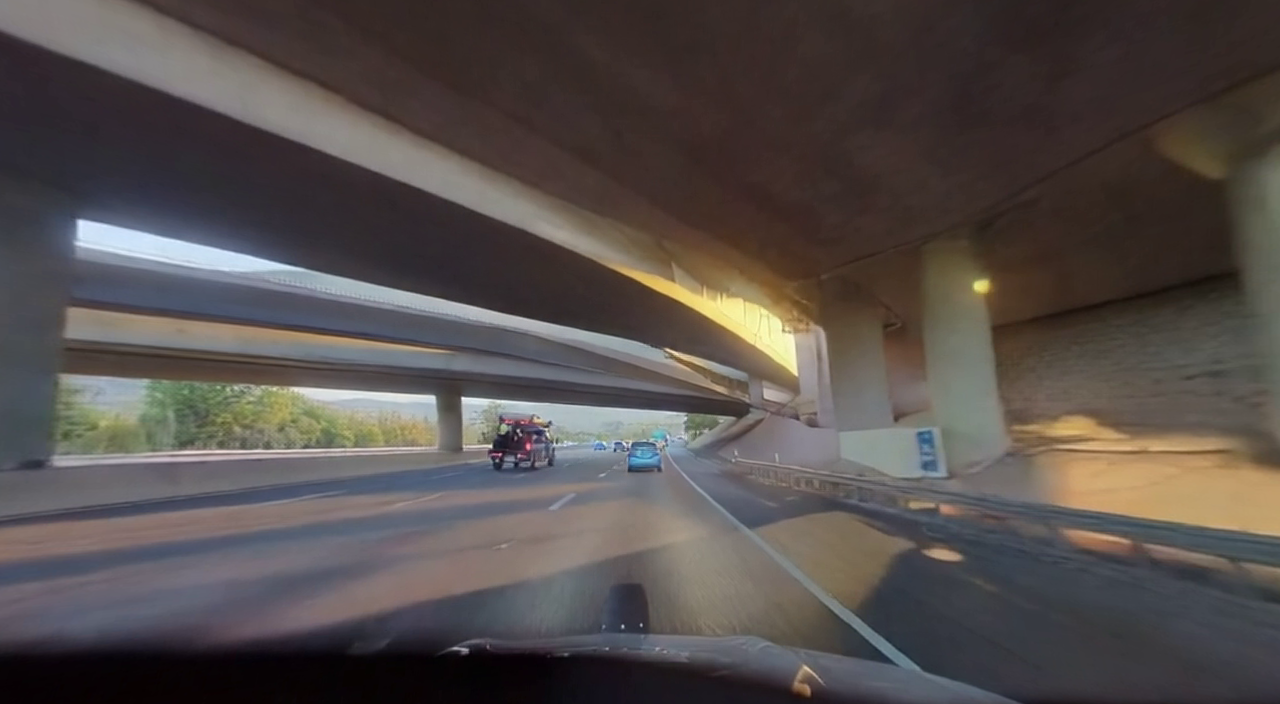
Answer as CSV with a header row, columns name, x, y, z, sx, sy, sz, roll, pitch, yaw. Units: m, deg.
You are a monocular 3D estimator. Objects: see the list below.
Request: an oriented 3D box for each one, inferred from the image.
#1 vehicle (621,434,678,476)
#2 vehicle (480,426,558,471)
name,x,y,z,sx,sy,sz,roll,pitch,yaw
vehicle,0.395,4.560,28.071,2.336,1.722,4.212,0,-8,0
vehicle,-6.534,5.371,35.261,2.827,2.236,7.057,0,-8,1
